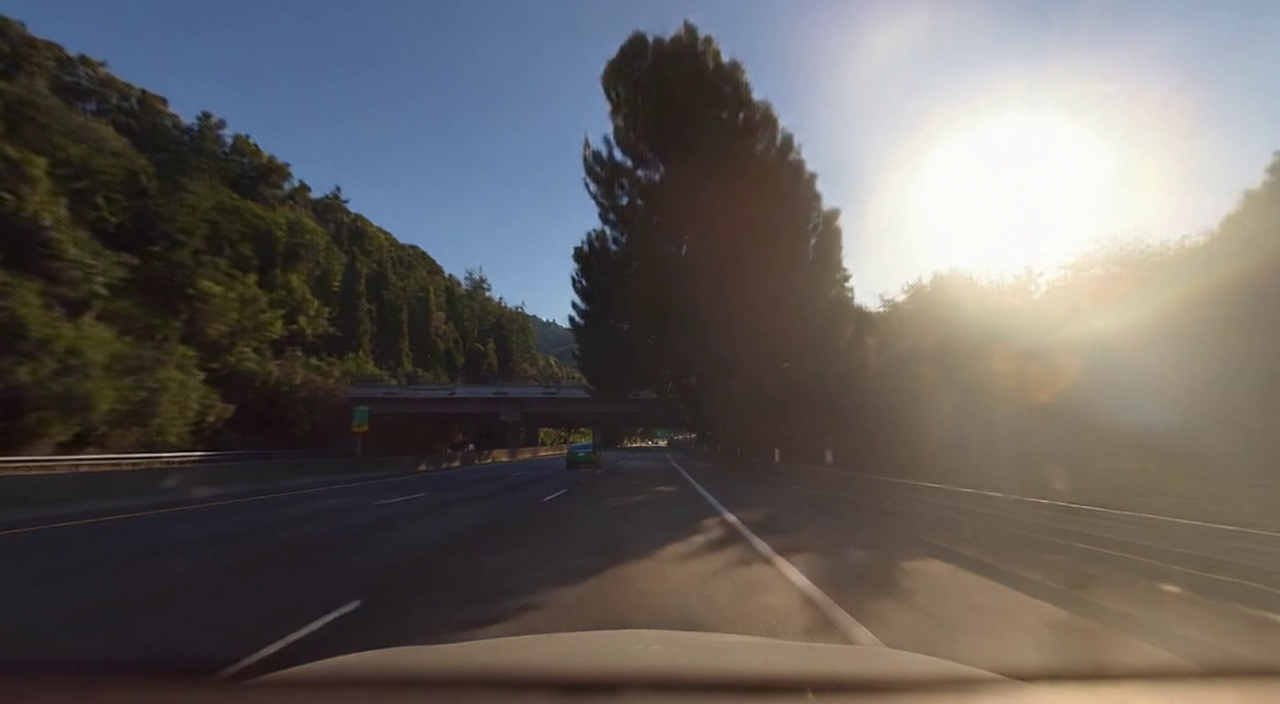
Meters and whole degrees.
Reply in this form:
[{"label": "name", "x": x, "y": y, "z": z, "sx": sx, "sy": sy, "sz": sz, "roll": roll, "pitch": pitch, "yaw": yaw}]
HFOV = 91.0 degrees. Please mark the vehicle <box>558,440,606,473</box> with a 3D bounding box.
[{"label": "vehicle", "x": -2.923, "y": 5.356, "z": 32.534, "sx": 2.015, "sy": 1.561, "sz": 4.469, "roll": 0, "pitch": -8, "yaw": 0}]
